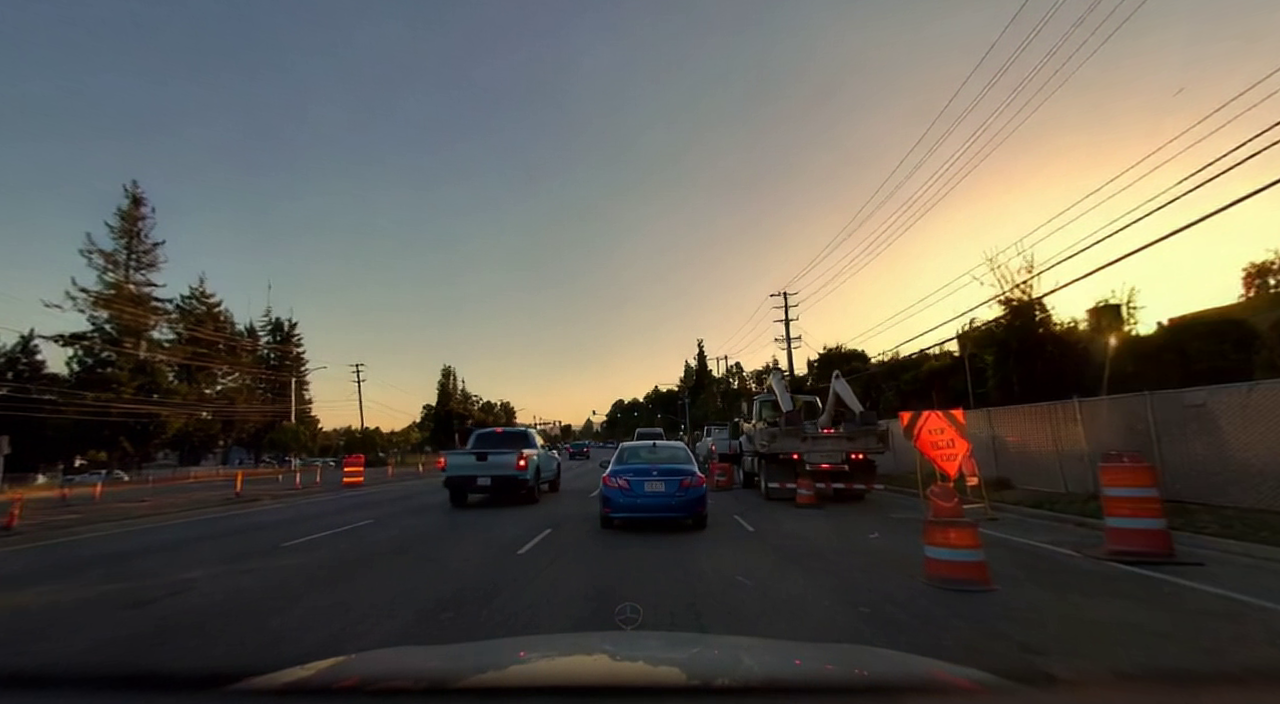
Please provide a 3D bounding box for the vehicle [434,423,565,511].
[{"bbox_3d":[-3.054,2.609,14.727,1.989,1.729,4.184,0,-8,1],"label":"vehicle"}]

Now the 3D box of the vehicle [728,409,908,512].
[{"bbox_3d":[3.916,2.585,15.510,2.555,2.017,6.201,0,-8,-1],"label":"vehicle"}]

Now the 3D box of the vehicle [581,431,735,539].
[{"bbox_3d":[0.268,2.170,10.928,2.128,1.473,4.272,0,-8,1],"label":"vehicle"}]
